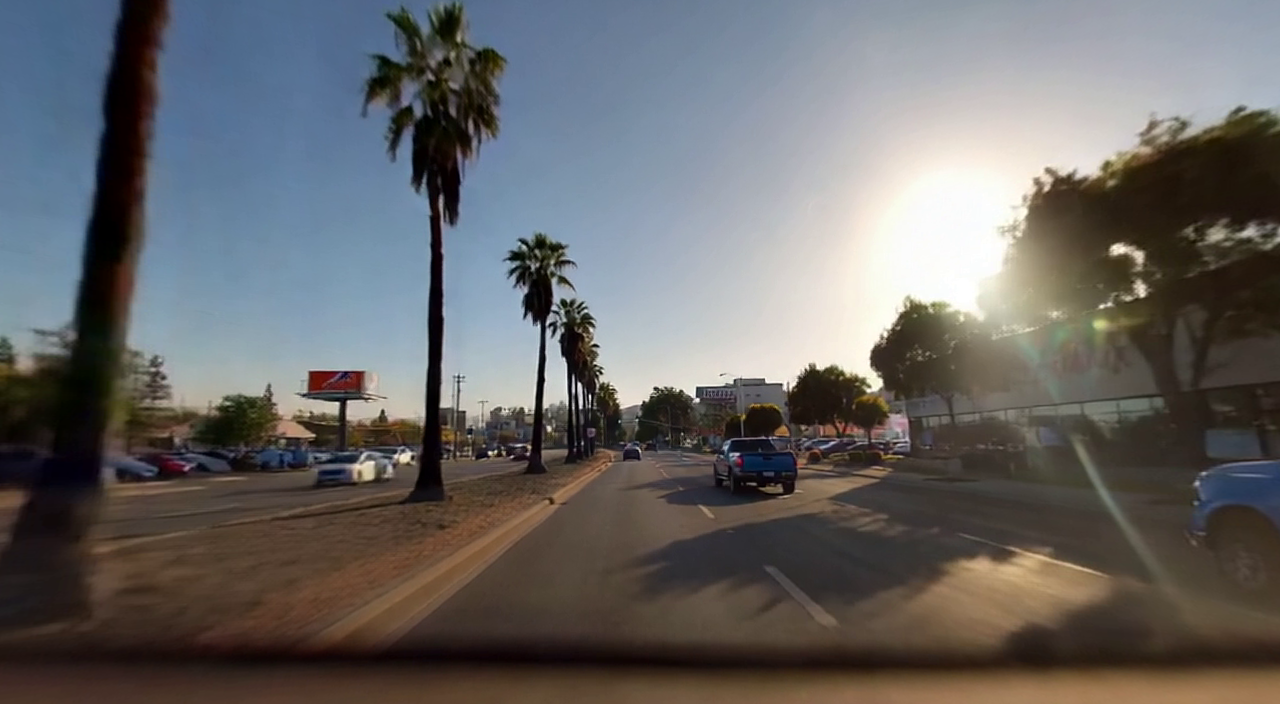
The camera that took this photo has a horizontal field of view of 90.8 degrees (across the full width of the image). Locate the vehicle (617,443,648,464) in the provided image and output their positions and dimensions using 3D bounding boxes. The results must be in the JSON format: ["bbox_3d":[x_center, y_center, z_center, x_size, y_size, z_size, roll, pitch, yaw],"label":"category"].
[{"bbox_3d":[-0.593,7.642,47.576,2.258,1.468,4.076,0,-8,-2],"label":"vehicle"}]

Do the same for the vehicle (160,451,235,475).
[{"bbox_3d":[-31.844,7.948,45.498,4.210,1.549,1.855,7,-11,-39],"label":"vehicle"}]

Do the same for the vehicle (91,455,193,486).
[{"bbox_3d":[-27.567,6.532,35.182,1.816,1.498,4.698,0,-8,0],"label":"vehicle"}]

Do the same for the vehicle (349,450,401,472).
[{"bbox_3d":[-19.507,8.025,46.764,1.983,1.492,4.904,-1,-8,-3],"label":"vehicle"}]

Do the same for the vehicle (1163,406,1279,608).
[{"bbox_3d":[6.237,0.995,3.404,2.140,1.606,5.437,0,-8,-1],"label":"vehicle"}]

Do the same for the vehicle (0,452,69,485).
[{"bbox_3d":[-32.775,6.079,32.924,4.220,1.614,1.876,8,-12,-43],"label":"vehicle"}]

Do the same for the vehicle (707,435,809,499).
[{"bbox_3d":[3.144,3.156,17.776,1.889,1.541,4.303,0,-8,-2],"label":"vehicle"}]

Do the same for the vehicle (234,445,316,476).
[{"bbox_3d":[-24.353,7.219,42.467,2.112,1.821,5.960,-2,-8,-2],"label":"vehicle"}]
